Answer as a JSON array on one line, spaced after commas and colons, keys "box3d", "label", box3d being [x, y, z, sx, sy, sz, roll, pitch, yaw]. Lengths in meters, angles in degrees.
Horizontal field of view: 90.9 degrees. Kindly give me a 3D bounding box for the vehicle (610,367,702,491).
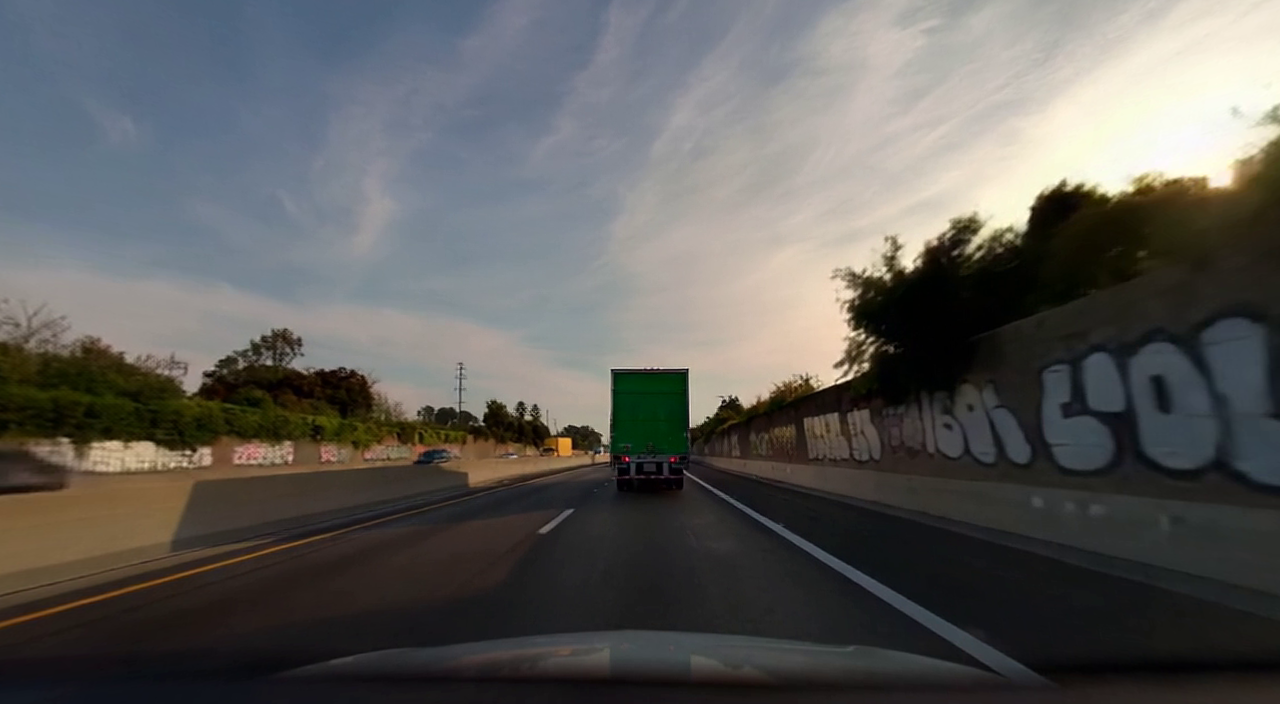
[{"box3d": [0.409, 3.232, 25.169, 2.900, 3.955, 10.151, 0, -9, -1], "label": "vehicle"}]
